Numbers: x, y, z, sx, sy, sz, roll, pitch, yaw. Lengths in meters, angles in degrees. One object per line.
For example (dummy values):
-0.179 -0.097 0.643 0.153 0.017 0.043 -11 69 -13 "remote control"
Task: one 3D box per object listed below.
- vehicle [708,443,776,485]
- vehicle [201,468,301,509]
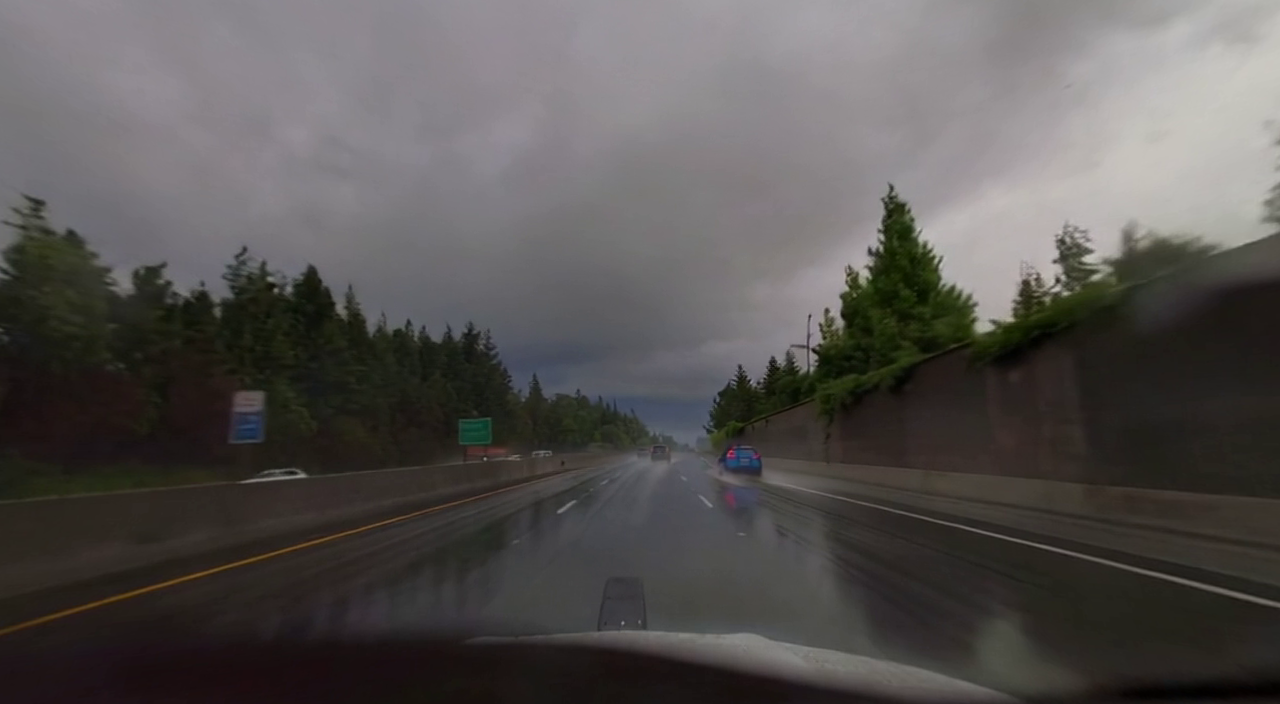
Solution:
4.134 4.624 26.225 2.175 1.574 3.943 0 -9 0 "vehicle"
-18.011 6.320 29.452 1.882 1.613 4.192 0 -9 1 "vehicle"
